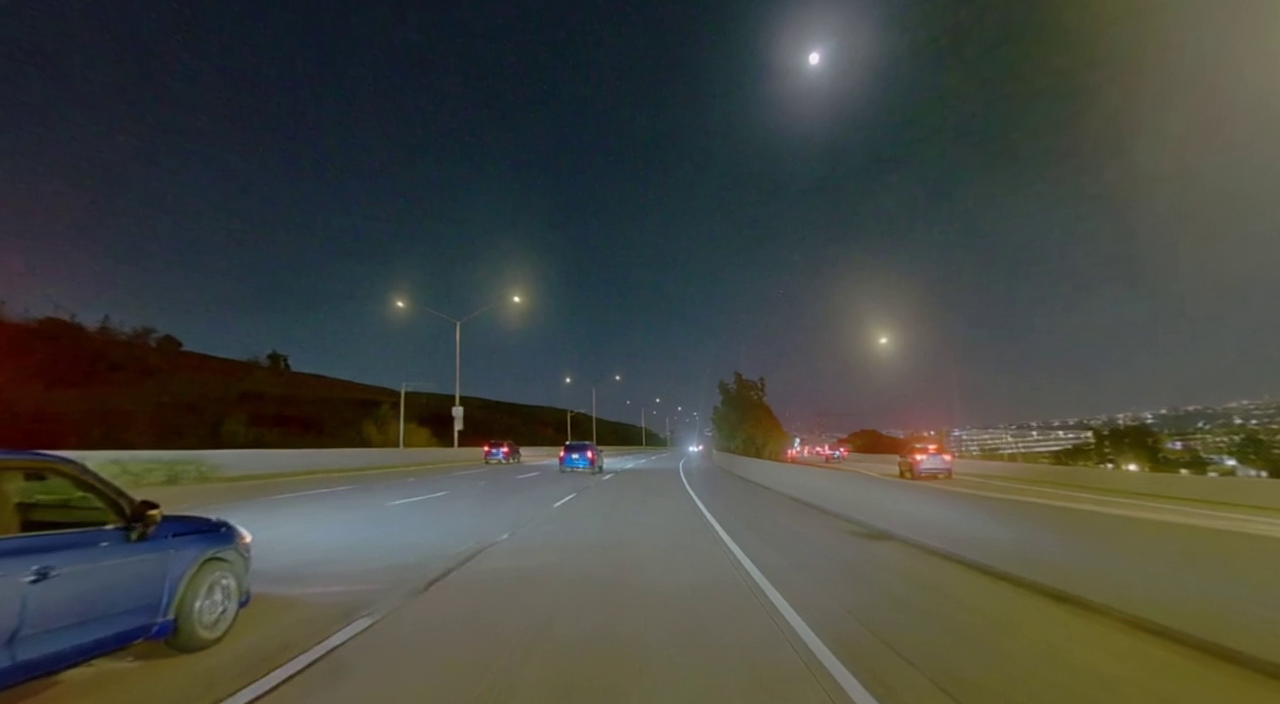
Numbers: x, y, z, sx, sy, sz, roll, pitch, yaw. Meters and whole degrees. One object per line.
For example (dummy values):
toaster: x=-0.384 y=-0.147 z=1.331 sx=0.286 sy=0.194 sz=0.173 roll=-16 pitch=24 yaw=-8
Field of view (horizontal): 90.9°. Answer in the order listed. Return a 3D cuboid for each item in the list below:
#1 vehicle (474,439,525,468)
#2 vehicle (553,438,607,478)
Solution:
vehicle: x=-9.137 y=6.630 z=41.449 sx=2.039 sy=1.746 sz=4.528 roll=-1 pitch=-8 yaw=4
vehicle: x=-2.828 y=5.143 z=30.781 sx=2.028 sy=1.782 sz=4.150 roll=-1 pitch=-8 yaw=3
